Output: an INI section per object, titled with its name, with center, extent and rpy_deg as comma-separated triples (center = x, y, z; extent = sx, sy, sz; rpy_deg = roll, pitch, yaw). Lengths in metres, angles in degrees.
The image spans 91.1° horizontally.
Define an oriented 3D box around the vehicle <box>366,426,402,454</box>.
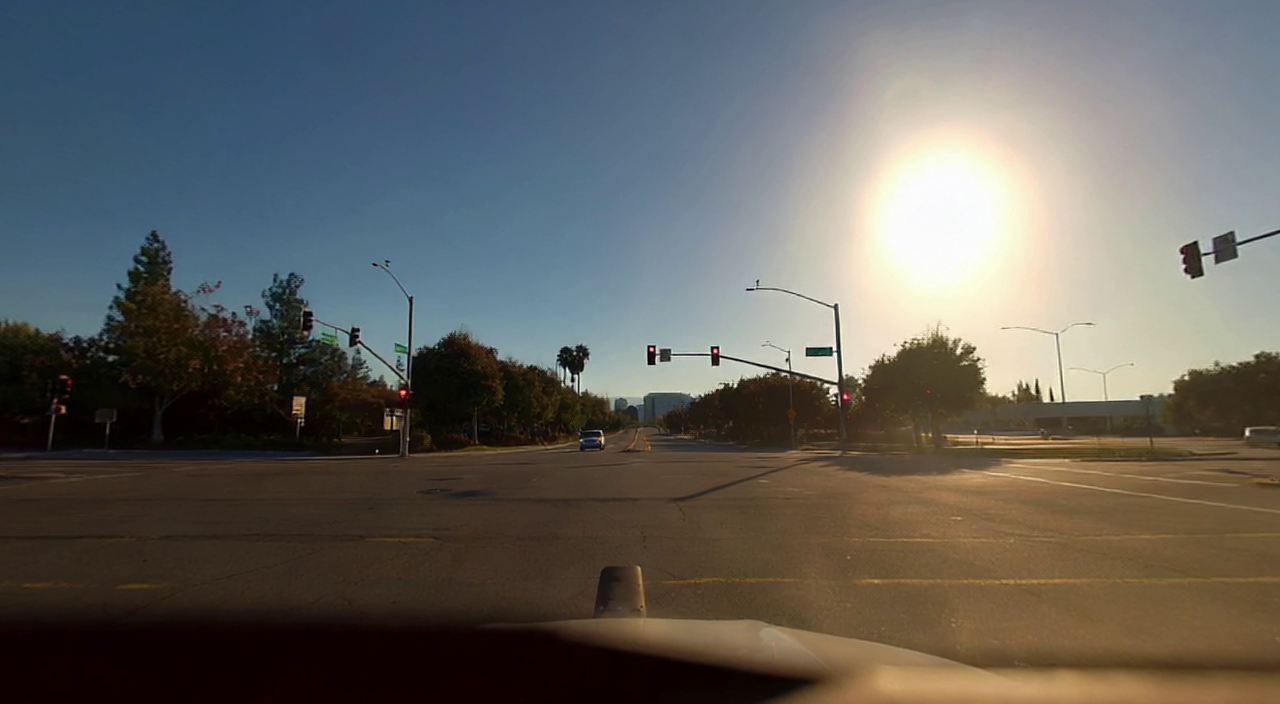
[vehicle]
center = -19.986, 6.842, 48.882
extent = 1.873, 2.079, 2.879
rpy_deg = 6, -10, -35
